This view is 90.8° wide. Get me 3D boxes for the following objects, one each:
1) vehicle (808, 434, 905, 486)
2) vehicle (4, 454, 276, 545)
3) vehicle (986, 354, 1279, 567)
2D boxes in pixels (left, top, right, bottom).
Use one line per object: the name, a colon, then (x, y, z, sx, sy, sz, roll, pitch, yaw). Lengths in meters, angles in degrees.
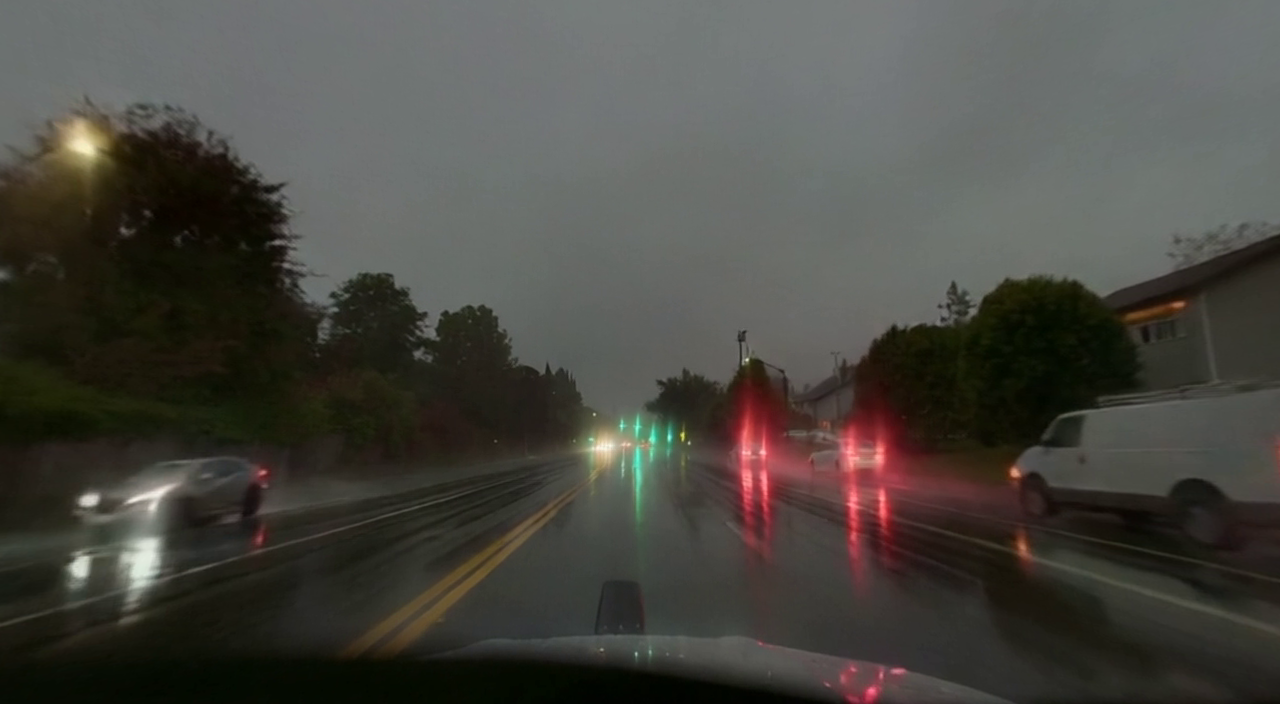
vehicle: (7.357, 3.704, 21.945, 1.965, 1.623, 4.096, 0, -8, 1)
vehicle: (-9.720, 2.853, 12.913, 1.910, 1.452, 4.447, 0, -8, 0)
vehicle: (7.469, 1.399, 8.471, 2.278, 2.079, 5.861, 0, -8, 0)
